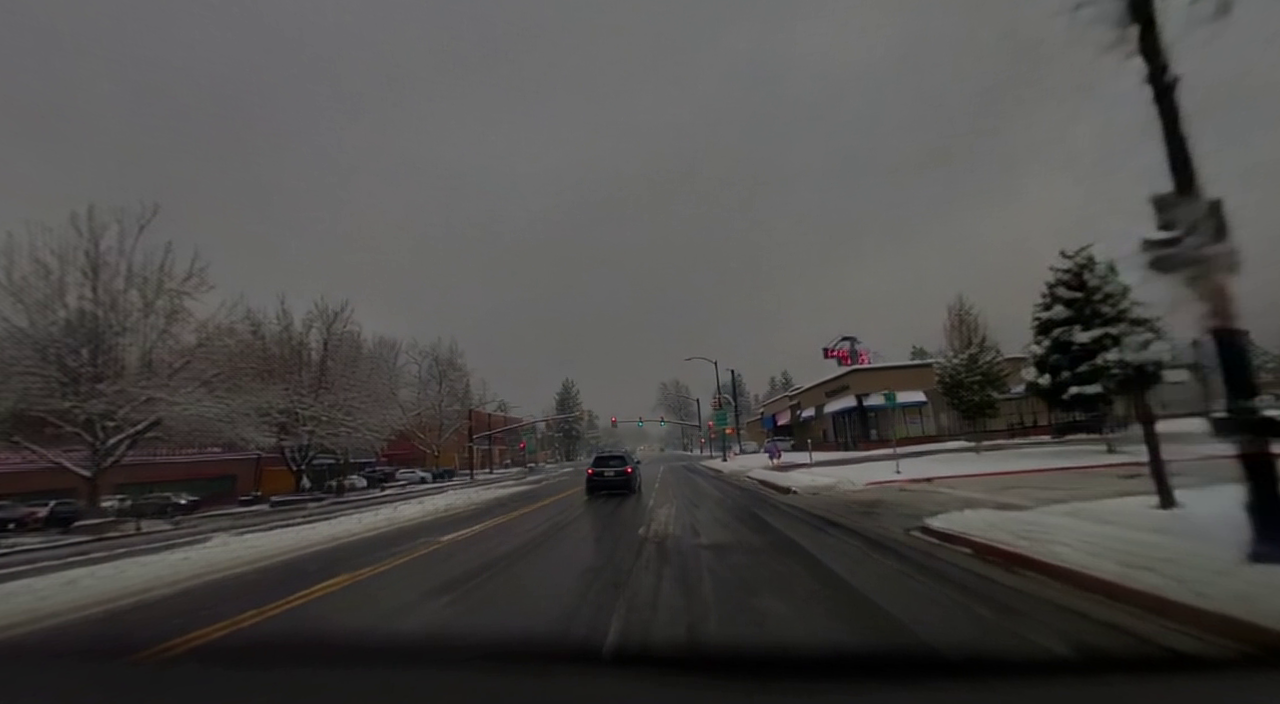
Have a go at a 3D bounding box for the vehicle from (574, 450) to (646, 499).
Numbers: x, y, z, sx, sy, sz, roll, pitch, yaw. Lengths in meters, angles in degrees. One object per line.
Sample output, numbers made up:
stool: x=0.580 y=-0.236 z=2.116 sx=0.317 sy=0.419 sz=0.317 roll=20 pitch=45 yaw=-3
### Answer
vehicle: x=-0.883 y=4.026 z=21.157 sx=1.977 sy=1.451 sz=4.032 roll=-1 pitch=-9 yaw=3

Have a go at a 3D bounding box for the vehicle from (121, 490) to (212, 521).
vehicle: x=-30.177 y=9.788 z=40.445 sx=1.817 sy=1.485 sz=4.436 roll=-2 pitch=-9 yaw=13

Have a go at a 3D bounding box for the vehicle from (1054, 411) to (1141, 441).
vehicle: x=27.582 y=4.551 z=38.342 sx=1.965 sy=1.693 sz=4.635 roll=-1 pitch=-9 yaw=3
